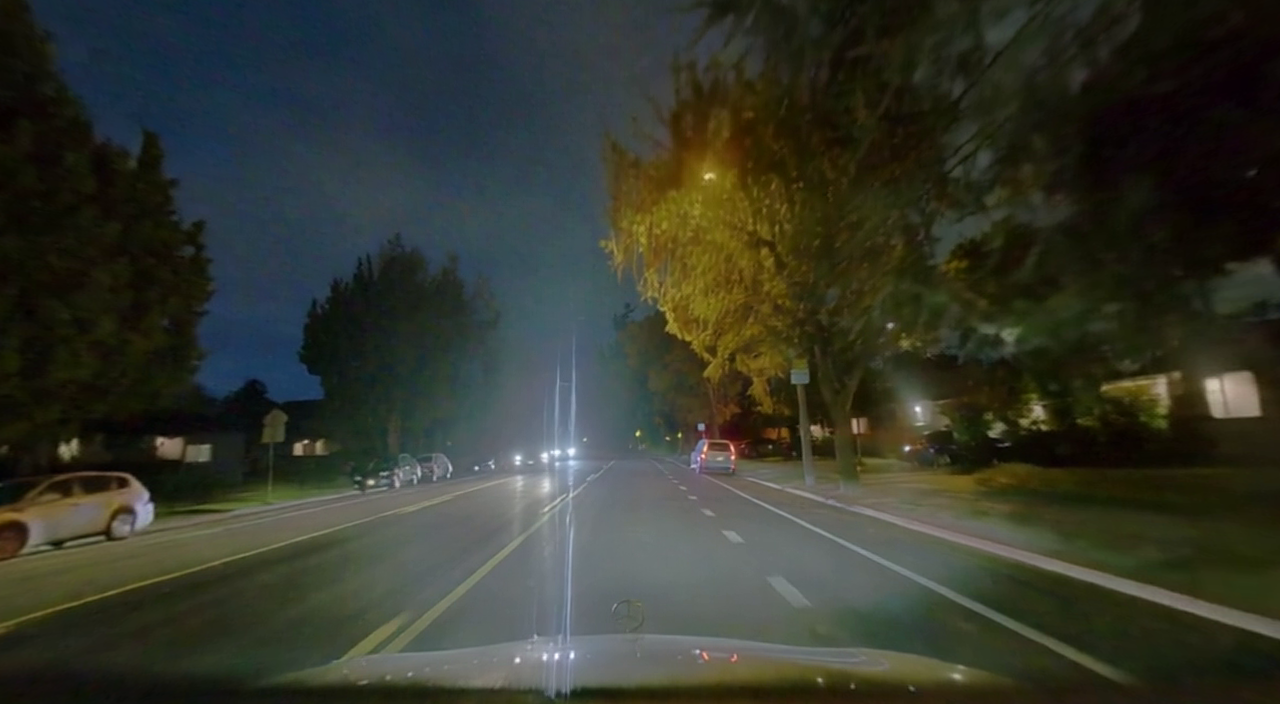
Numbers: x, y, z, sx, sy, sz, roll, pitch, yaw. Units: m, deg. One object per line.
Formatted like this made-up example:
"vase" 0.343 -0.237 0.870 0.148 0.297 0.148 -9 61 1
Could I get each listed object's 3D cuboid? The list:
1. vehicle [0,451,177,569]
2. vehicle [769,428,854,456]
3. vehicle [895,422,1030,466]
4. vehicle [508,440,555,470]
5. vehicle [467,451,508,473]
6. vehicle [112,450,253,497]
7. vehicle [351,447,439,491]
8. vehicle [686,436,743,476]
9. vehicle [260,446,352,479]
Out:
"vehicle" -11.062 2.708 11.354 1.981 1.790 4.682 0 -8 -1
"vehicle" 12.529 6.654 46.553 5.437 1.931 2.837 0 -9 1
"vehicle" 12.980 3.736 25.627 4.360 1.692 2.011 1 -9 -2
"vehicle" -7.061 6.778 41.730 2.294 1.831 5.199 0 -9 -2
"vehicle" -11.229 8.093 46.797 1.922 1.496 4.598 0 -8 -1
"vehicle" -18.860 4.976 26.215 4.179 1.700 2.105 1 -9 3
"vehicle" -11.125 5.298 29.098 2.293 1.836 4.586 0 -8 -1
"vehicle" 3.642 5.203 31.891 2.176 1.793 5.534 0 -9 0
"vehicle" -20.279 6.710 38.519 4.398 1.902 2.043 0 -9 1
